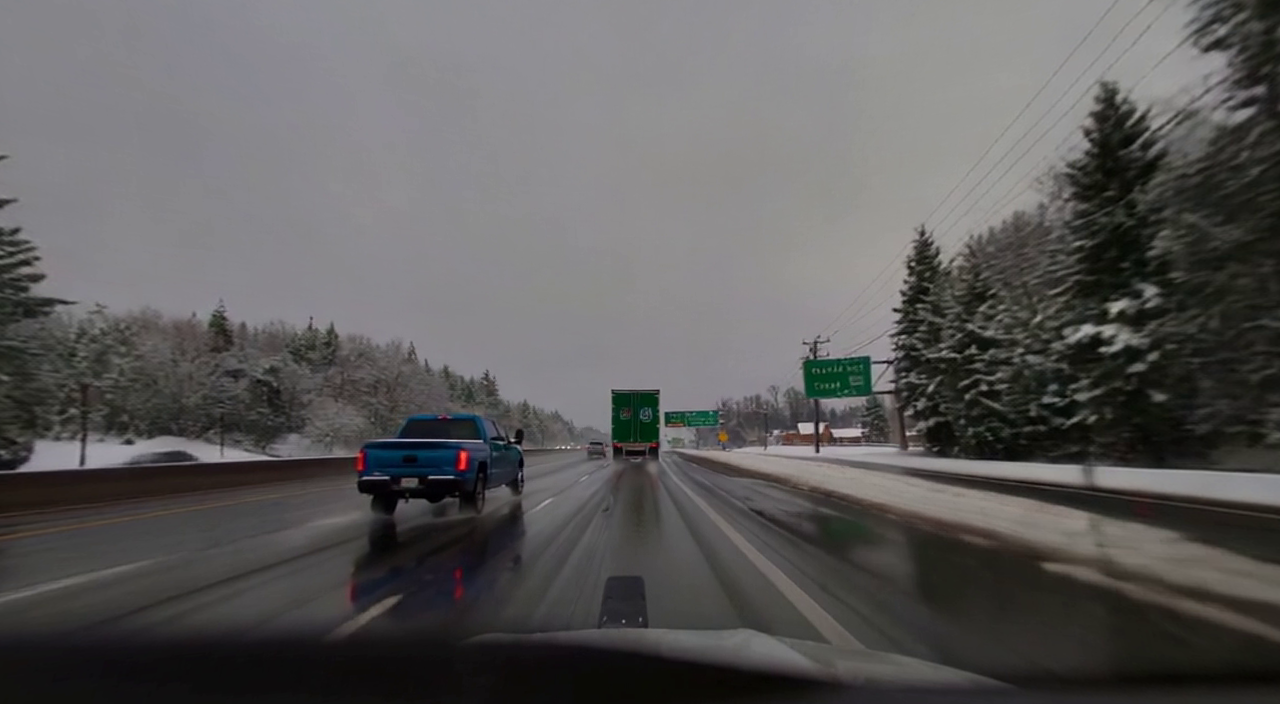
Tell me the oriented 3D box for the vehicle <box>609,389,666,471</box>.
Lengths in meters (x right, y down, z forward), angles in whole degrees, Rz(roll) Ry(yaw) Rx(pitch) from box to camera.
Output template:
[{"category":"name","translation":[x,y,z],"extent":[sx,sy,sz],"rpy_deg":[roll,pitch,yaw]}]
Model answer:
[{"category":"vehicle","translation":[-0.095,4.875,38.433],"extent":[2.879,4.085,13.125],"rpy_deg":[0,-8,0]}]

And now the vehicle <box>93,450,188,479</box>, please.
[{"category":"vehicle","translation":[-29.534,6.646,37.475],"extent":[1.876,1.519,4.652],"rpy_deg":[0,-8,-1]}]

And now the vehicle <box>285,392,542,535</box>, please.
[{"category":"vehicle","translation":[-3.937,2.152,12.846],"extent":[2.749,2.141,6.515],"rpy_deg":[0,-8,1]}]
